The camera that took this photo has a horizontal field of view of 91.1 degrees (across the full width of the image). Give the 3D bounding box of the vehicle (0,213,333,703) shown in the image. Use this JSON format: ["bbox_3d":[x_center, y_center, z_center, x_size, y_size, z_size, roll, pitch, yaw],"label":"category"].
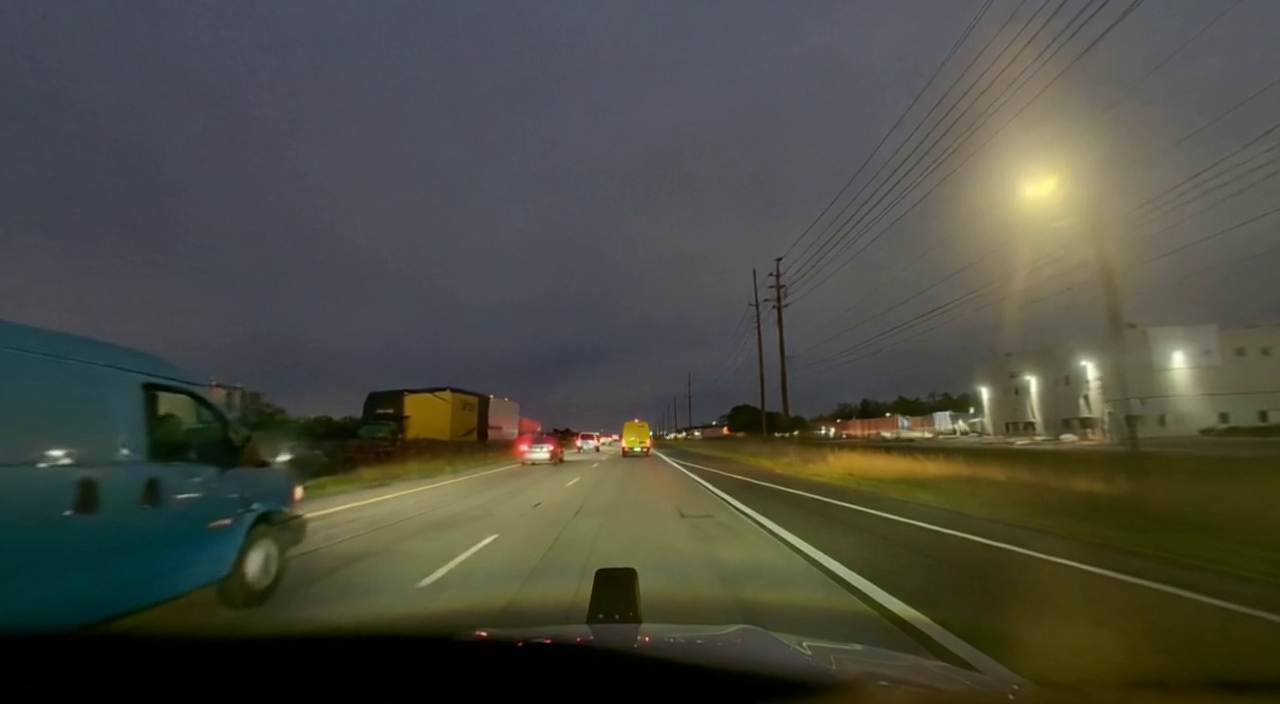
[{"bbox_3d":[-4.136,0.607,3.070,2.388,2.410,5.787,0,-8,-1],"label":"vehicle"}]

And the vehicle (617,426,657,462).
[{"bbox_3d":[-0.198,5.470,37.471,2.213,1.997,4.456,0,-8,-1],"label":"vehicle"}]

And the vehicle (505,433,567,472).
[{"bbox_3d":[-4.505,4.399,27.860,2.058,1.557,4.125,0,-8,0],"label":"vehicle"}]
